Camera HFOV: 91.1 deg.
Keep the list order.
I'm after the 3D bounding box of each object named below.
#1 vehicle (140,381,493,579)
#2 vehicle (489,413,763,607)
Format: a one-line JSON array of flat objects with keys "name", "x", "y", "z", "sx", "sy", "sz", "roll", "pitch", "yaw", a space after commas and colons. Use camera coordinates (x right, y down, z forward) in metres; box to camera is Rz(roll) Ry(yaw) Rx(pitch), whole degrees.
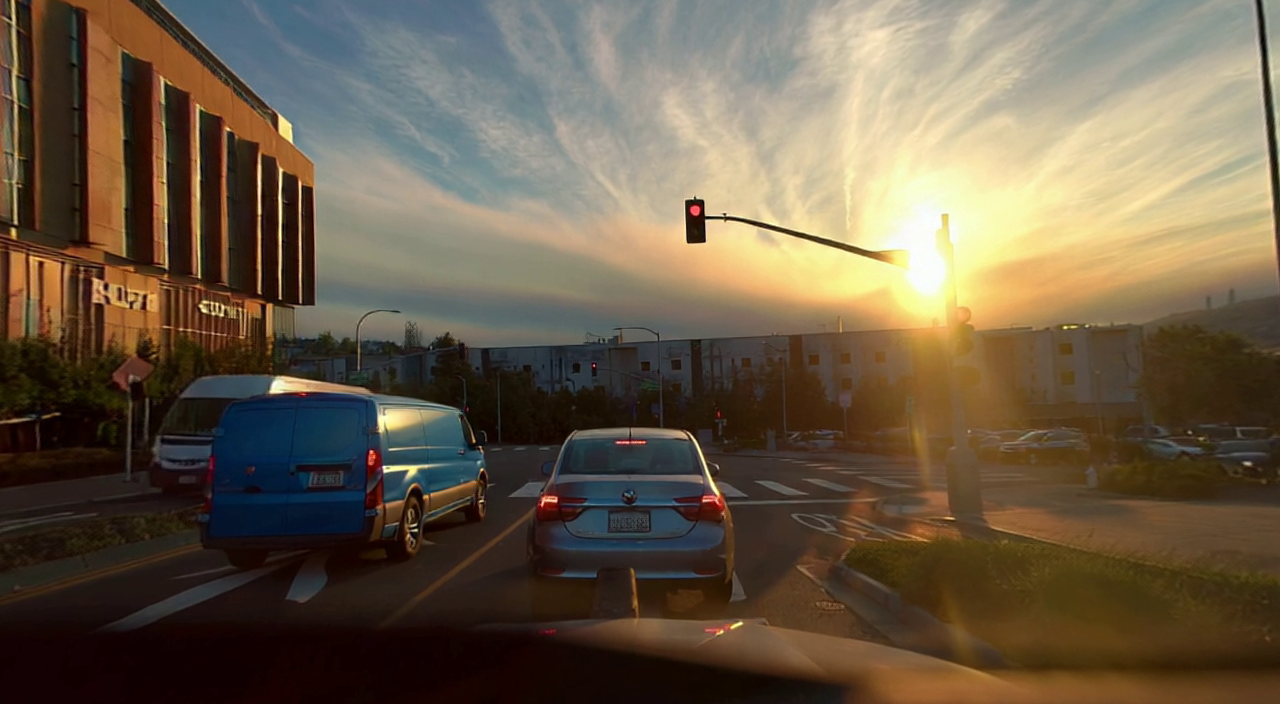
[{"name": "vehicle", "x": -3.583, "y": 1.515, "z": 8.409, "sx": 2.076, "sy": 1.820, "sz": 5.100, "roll": 0, "pitch": -8, "yaw": -1}, {"name": "vehicle", "x": -0.112, "y": 1.462, "z": 6.780, "sx": 2.064, "sy": 1.452, "sz": 3.942, "roll": 0, "pitch": -8, "yaw": 0}]
